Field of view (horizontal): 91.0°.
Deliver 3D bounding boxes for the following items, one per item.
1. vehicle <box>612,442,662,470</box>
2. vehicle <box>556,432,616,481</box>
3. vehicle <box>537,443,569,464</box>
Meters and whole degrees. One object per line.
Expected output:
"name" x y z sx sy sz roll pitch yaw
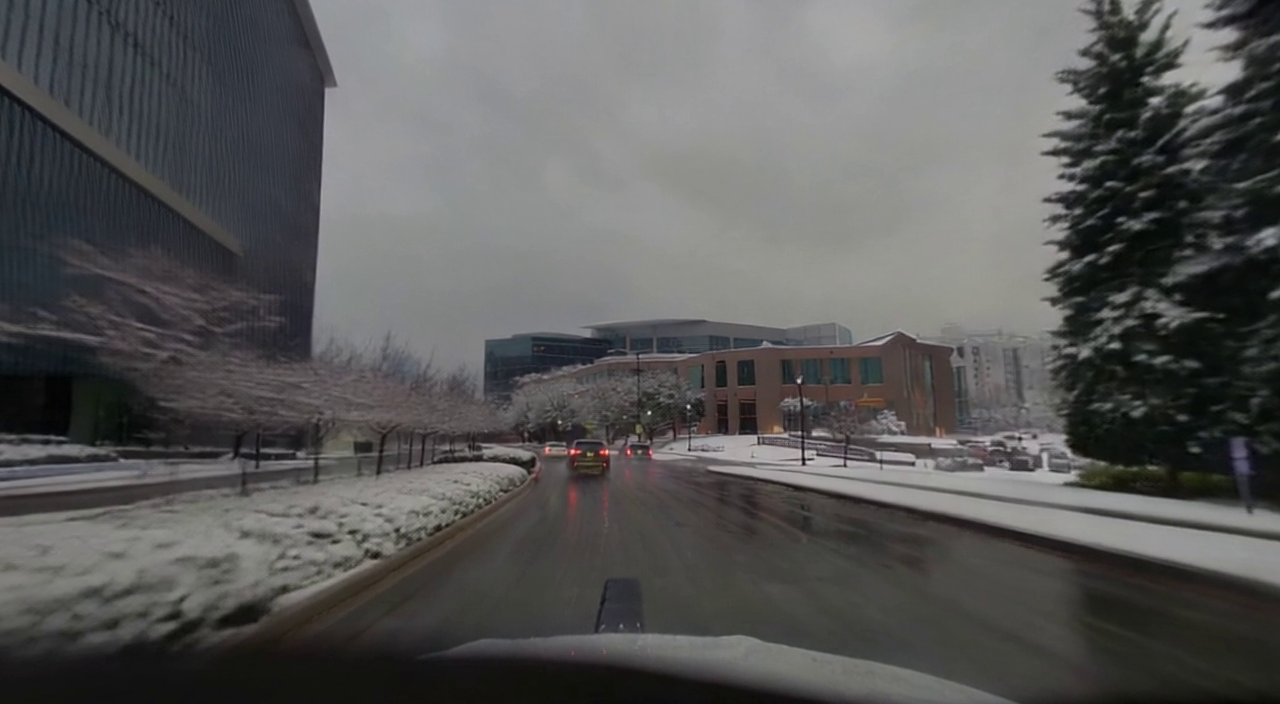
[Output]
"vehicle" -0.259 5.933 36.152 2.116 1.506 4.355 2 -9 -10
"vehicle" -2.211 4.147 25.276 2.173 1.761 4.374 1 -9 -6
"vehicle" -6.803 7.838 48.739 2.029 1.515 4.494 2 -9 -13
